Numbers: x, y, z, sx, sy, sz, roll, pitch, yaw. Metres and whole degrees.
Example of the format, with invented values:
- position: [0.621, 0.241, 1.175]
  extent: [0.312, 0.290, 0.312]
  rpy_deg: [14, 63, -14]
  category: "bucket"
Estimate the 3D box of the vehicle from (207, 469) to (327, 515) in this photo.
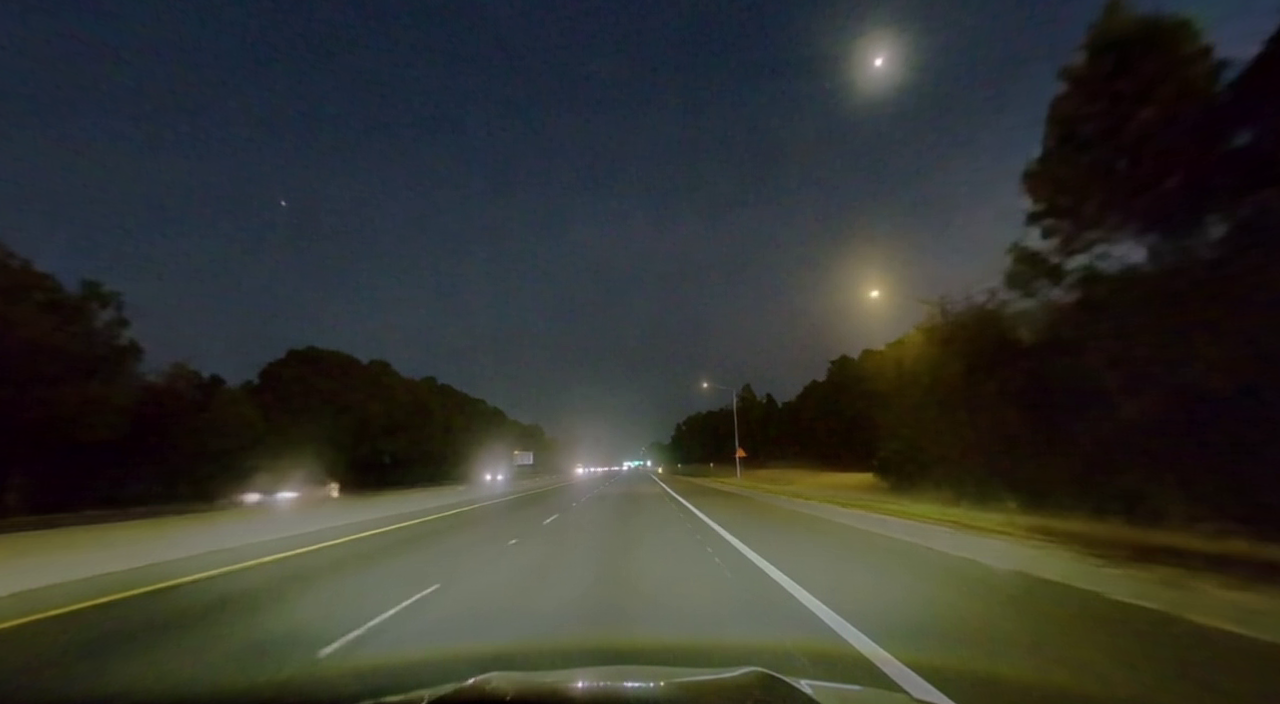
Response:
- position: [-13.010, 4.874, 22.286]
  extent: [1.780, 1.441, 4.041]
  rpy_deg: [1, -11, -1]
  category: "vehicle"
